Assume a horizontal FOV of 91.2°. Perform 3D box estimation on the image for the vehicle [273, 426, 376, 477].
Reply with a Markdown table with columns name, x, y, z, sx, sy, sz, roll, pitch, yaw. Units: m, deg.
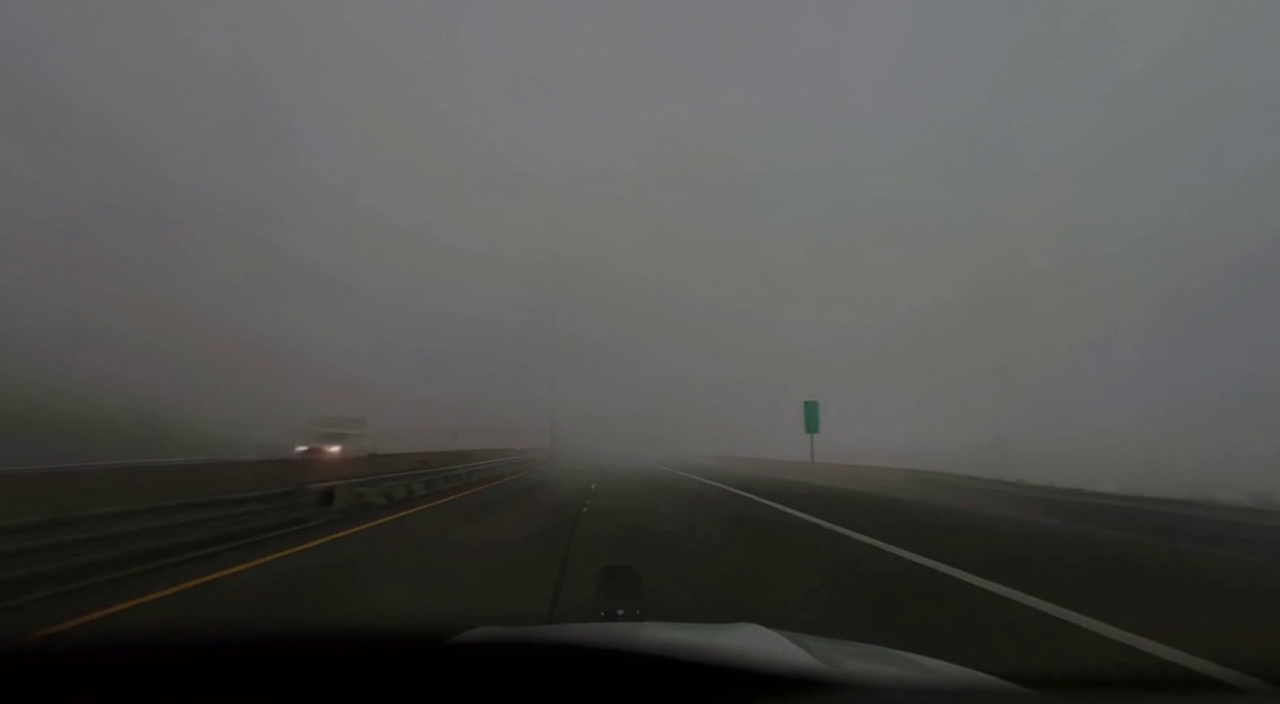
| name | x | y | z | sx | sy | sz | roll | pitch | yaw |
| --- | --- | --- | --- | --- | --- | --- | --- | --- | --- |
| vehicle | -13.610 | 4.354 | 27.462 | 1.948 | 1.958 | 5.124 | 0 | -9 | -1 |
